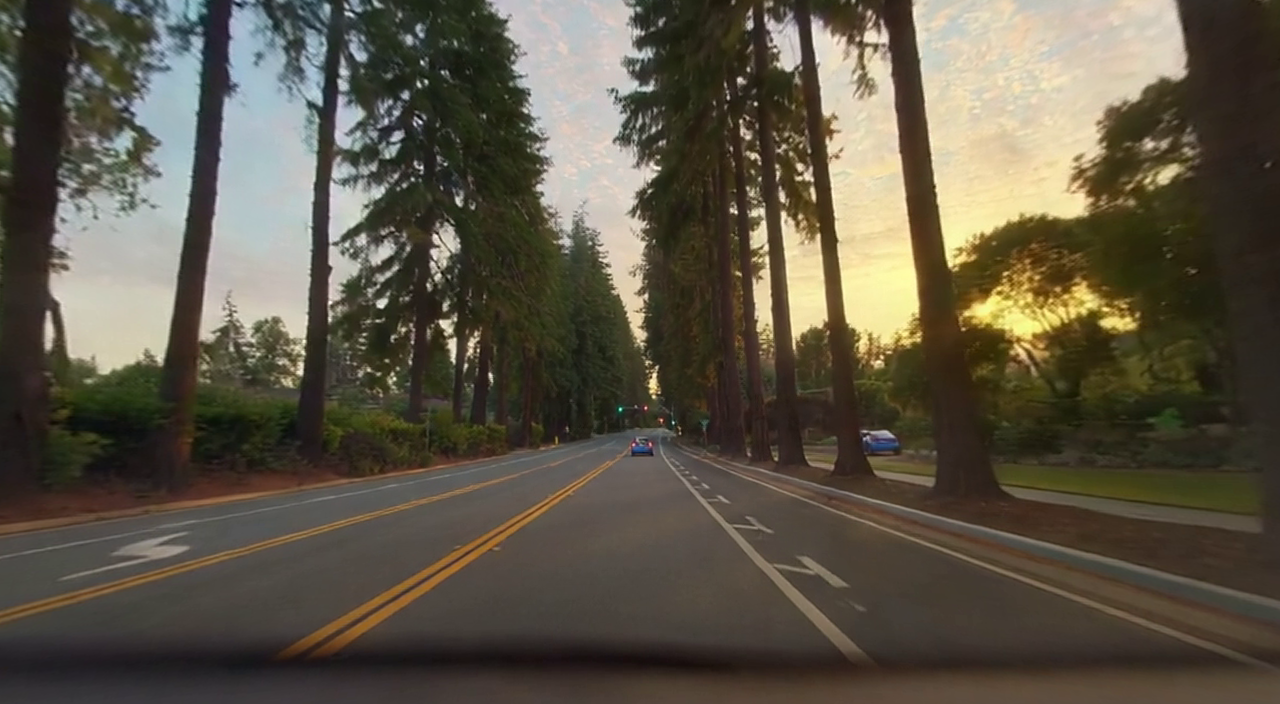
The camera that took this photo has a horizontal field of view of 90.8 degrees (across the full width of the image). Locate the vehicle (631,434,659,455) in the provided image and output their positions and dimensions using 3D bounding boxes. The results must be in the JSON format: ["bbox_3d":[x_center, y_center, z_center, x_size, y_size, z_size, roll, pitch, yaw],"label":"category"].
[{"bbox_3d":[0.420,7.018,47.759,2.067,1.486,3.861,0,-9,1],"label":"vehicle"}]

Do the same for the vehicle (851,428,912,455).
[{"bbox_3d":[13.938,5.188,36.736,1.762,1.479,4.546,0,-8,1],"label":"vehicle"}]
